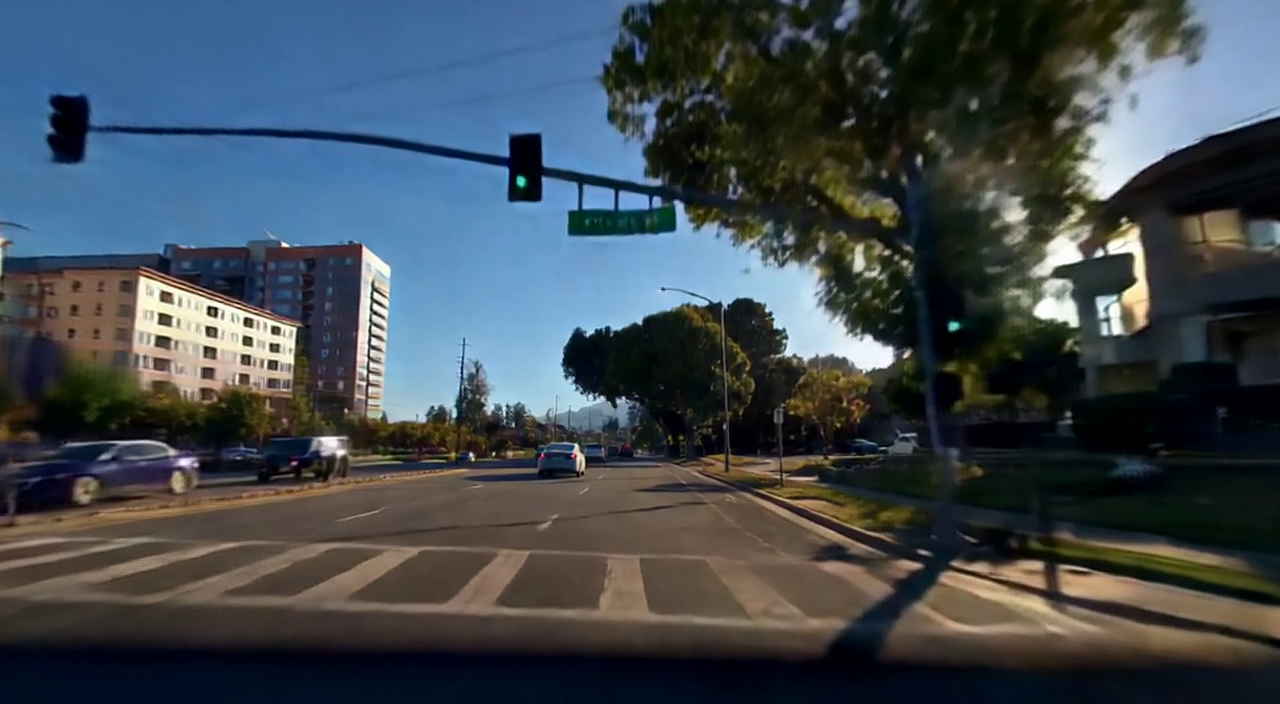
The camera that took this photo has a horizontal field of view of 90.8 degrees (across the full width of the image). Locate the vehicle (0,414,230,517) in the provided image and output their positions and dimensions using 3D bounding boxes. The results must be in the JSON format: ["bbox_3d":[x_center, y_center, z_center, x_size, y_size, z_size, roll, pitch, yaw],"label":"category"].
[{"bbox_3d":[-11.794,2.462,13.865,2.105,1.759,5.403,-4,-9,-1],"label":"vehicle"}]

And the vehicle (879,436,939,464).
[{"bbox_3d":[17.638,6.409,41.689,1.995,1.554,4.943,-5,-8,3],"label":"vehicle"}]

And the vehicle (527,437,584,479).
[{"bbox_3d":[-3.746,4.778,28.746,1.959,1.741,4.141,0,-8,0],"label":"vehicle"}]

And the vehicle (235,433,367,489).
[{"bbox_3d":[-11.608,3.757,22.065,2.040,1.707,4.522,0,-8,1],"label":"vehicle"}]
